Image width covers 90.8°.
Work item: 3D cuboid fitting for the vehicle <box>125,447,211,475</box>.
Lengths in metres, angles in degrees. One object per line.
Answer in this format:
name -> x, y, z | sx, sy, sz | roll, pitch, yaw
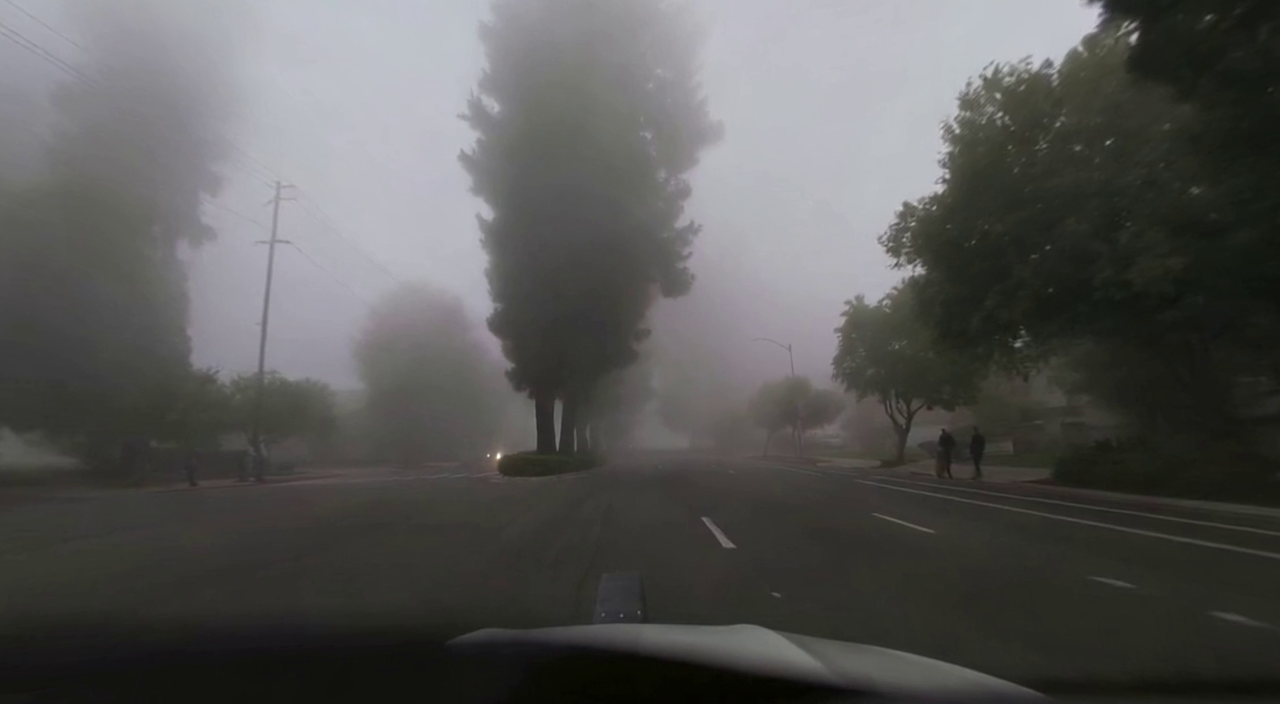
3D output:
vehicle -> -35.251, 8.126, 47.402 | 2.094, 1.839, 5.001 | -4, -9, 10
